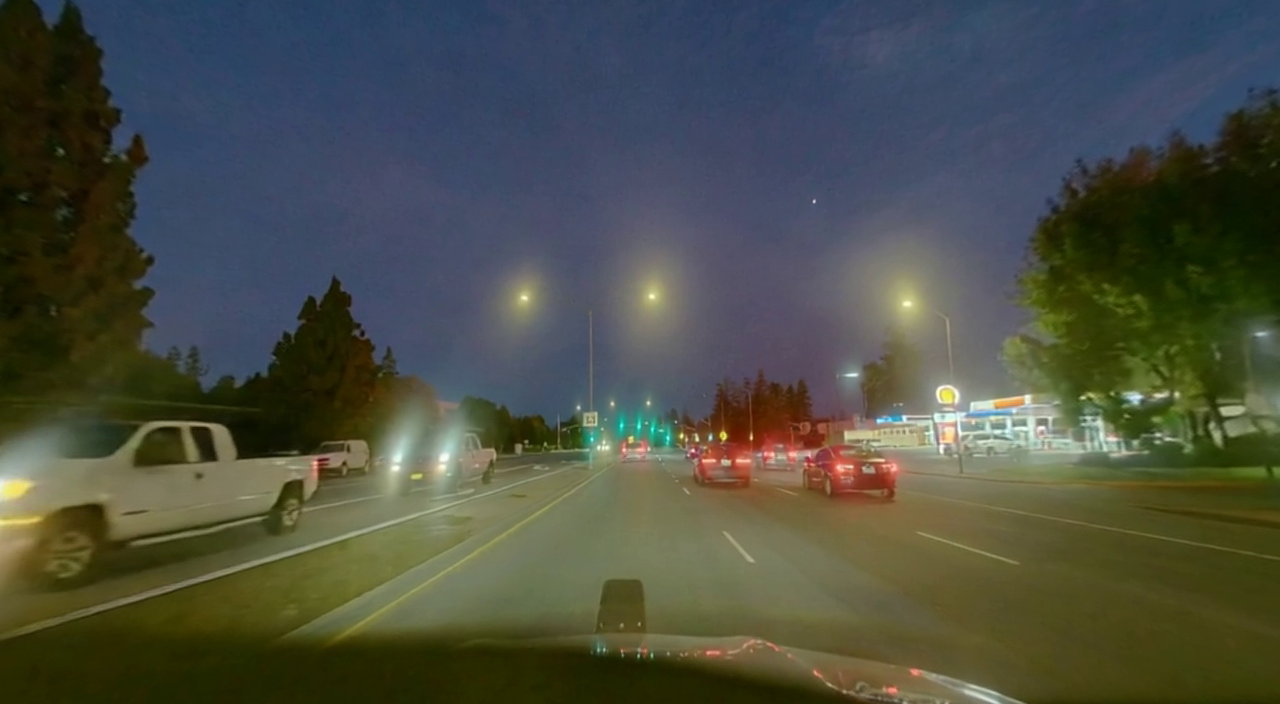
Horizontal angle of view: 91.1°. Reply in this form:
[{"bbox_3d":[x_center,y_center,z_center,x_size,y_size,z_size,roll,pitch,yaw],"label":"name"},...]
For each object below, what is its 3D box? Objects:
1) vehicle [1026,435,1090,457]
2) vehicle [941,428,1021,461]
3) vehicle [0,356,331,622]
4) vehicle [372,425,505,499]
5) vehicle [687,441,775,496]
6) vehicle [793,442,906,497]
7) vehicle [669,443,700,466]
[{"bbox_3d":[29.224,6.584,44.044,1.933,1.463,4.033,0,-8,4],"label":"vehicle"},{"bbox_3d":[23.763,6.507,44.093,2.152,2.069,6.067,-1,-8,-1],"label":"vehicle"},{"bbox_3d":[-5.669,1.307,6.704,2.187,1.868,5.181,-1,-8,-1],"label":"vehicle"},{"bbox_3d":[-5.496,3.068,18.012,2.016,1.770,5.300,0,-8,0],"label":"vehicle"},{"bbox_3d":[2.668,3.513,19.501,1.971,1.479,4.493,0,-8,-1],"label":"vehicle"},{"bbox_3d":[6.277,3.531,19.421,1.918,1.484,4.456,0,-8,-1],"label":"vehicle"},{"bbox_3d":[3.086,7.220,44.345,1.877,1.502,3.958,0,-8,0],"label":"vehicle"}]
